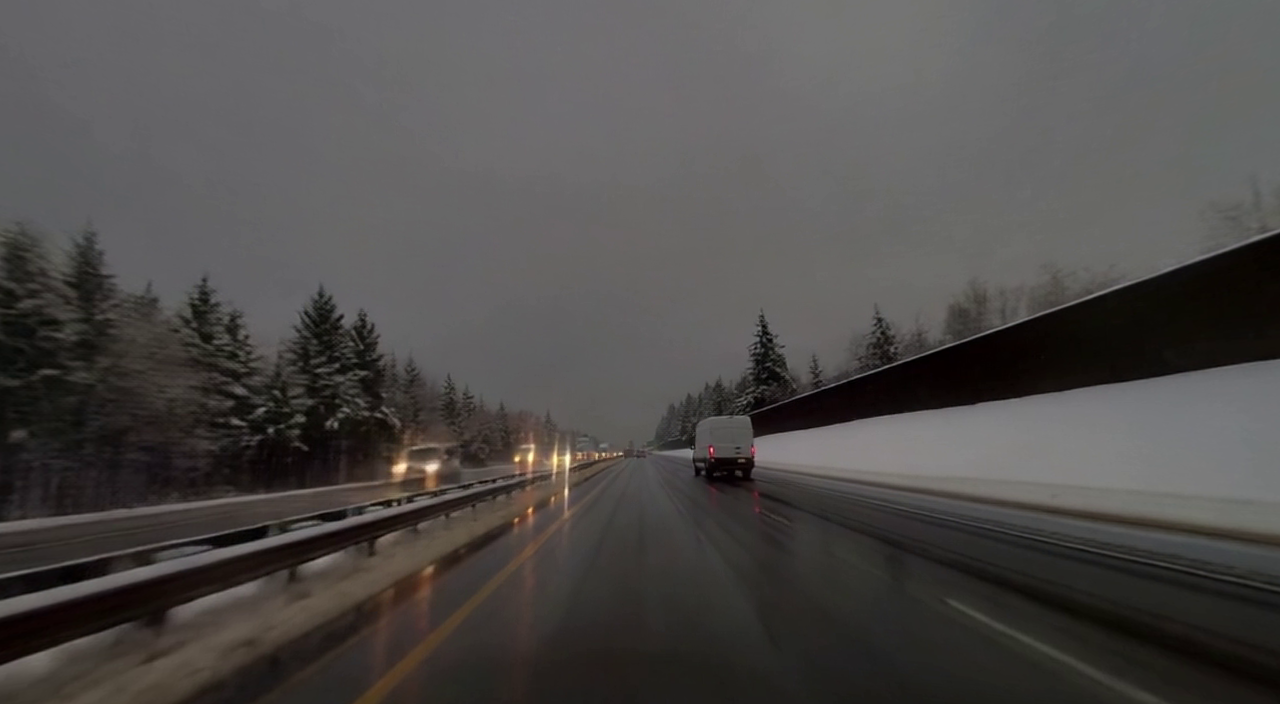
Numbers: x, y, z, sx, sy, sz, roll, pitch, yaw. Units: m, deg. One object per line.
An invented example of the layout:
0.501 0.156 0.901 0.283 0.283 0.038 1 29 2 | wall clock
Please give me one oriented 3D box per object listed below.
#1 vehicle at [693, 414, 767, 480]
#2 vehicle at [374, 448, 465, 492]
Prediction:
4.132 4.577 30.249 2.449 2.805 6.763 0 -9 -1 | vehicle
-8.474 4.534 24.561 2.076 1.547 4.098 0 -9 0 | vehicle
